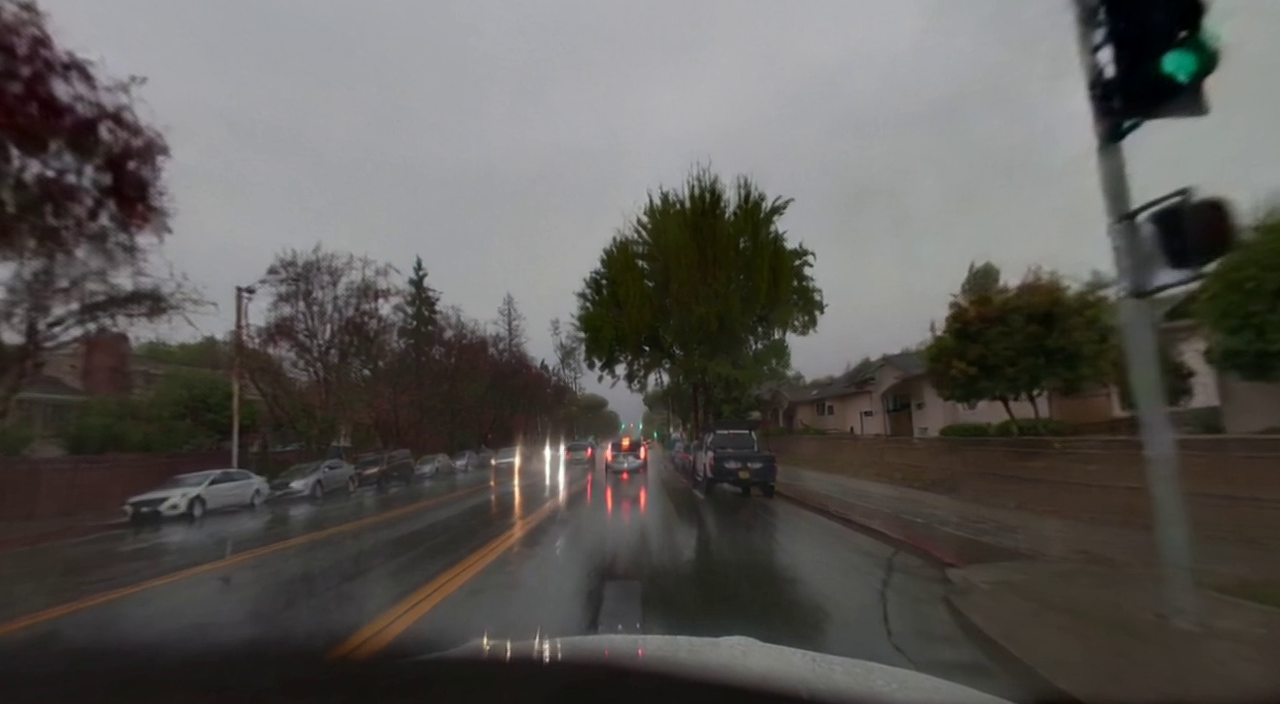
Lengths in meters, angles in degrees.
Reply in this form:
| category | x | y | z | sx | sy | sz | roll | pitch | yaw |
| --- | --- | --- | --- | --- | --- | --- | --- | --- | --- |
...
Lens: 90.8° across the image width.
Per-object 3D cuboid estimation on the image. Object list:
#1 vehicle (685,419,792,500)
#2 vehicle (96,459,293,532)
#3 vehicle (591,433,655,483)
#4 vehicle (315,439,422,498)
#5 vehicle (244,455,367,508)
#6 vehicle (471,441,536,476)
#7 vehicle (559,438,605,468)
| category | x | y | z | sx | sy | sz | roll | pitch | yaw |
| --- | --- | --- | --- | --- | --- | --- | --- | --- | --- |
| vehicle | 2.482 | 2.877 | 17.221 | 2.119 | 1.884 | 4.567 | 0 | -8 | -1 |
| vehicle | -12.434 | 3.989 | 18.212 | 2.050 | 1.518 | 5.115 | -3 | -8 | -1 |
| vehicle | -0.560 | 3.710 | 22.411 | 2.041 | 1.575 | 4.304 | 0 | -8 | 0 |
| vehicle | -12.306 | 5.248 | 29.250 | 2.249 | 2.093 | 6.297 | -8 | -7 | -3 |
| vehicle | -12.140 | 4.675 | 23.362 | 2.047 | 1.497 | 4.949 | -4 | -8 | -2 |
| vehicle | -6.484 | 5.098 | 30.552 | 1.998 | 1.518 | 4.817 | 0 | -8 | 1 |
| vehicle | -3.093 | 5.473 | 34.468 | 2.117 | 1.528 | 4.277 | 0 | -8 | -1 |
